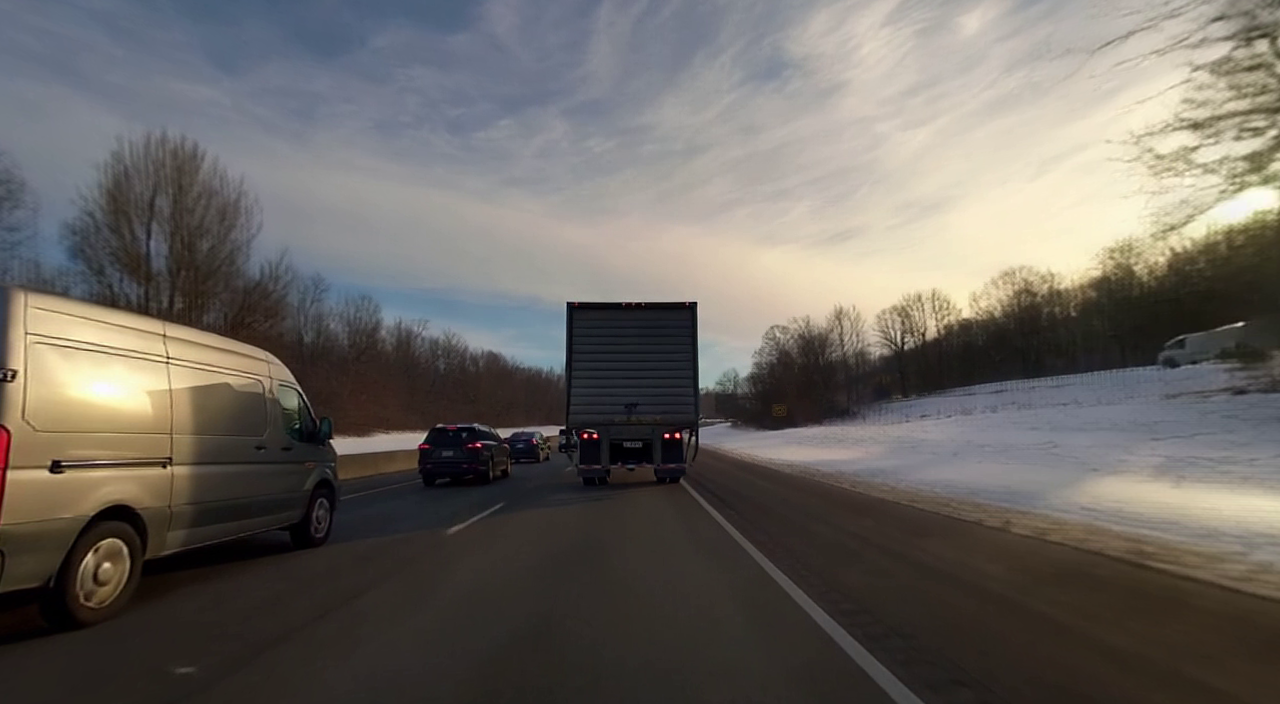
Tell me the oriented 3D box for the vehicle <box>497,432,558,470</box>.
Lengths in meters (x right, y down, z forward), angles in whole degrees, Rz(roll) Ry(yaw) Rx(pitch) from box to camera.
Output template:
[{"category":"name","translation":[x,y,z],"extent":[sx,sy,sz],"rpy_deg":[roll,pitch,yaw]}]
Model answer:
[{"category":"vehicle","translation":[-4.901,4.371,28.041],"extent":[1.931,1.539,4.441],"rpy_deg":[0,-8,0]}]

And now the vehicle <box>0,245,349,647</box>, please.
[{"category":"vehicle","translation":[-5.278,0.847,5.856],"extent":[2.478,2.515,5.438],"rpy_deg":[0,-8,0]}]

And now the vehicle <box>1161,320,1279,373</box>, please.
[{"category":"vehicle","translation":[26.698,-0.147,28.847],"extent":[2.034,1.625,4.809],"rpy_deg":[5,-7,8]}]

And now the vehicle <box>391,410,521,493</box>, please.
[{"category":"vehicle","translation":[-4.932,2.751,17.760],"extent":[2.168,1.985,4.952],"rpy_deg":[0,-8,0]}]

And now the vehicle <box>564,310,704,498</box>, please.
[{"category":"vehicle","translation":[-0.106,1.749,18.544],"extent":[2.953,4.041,10.072],"rpy_deg":[0,-8,0]}]
